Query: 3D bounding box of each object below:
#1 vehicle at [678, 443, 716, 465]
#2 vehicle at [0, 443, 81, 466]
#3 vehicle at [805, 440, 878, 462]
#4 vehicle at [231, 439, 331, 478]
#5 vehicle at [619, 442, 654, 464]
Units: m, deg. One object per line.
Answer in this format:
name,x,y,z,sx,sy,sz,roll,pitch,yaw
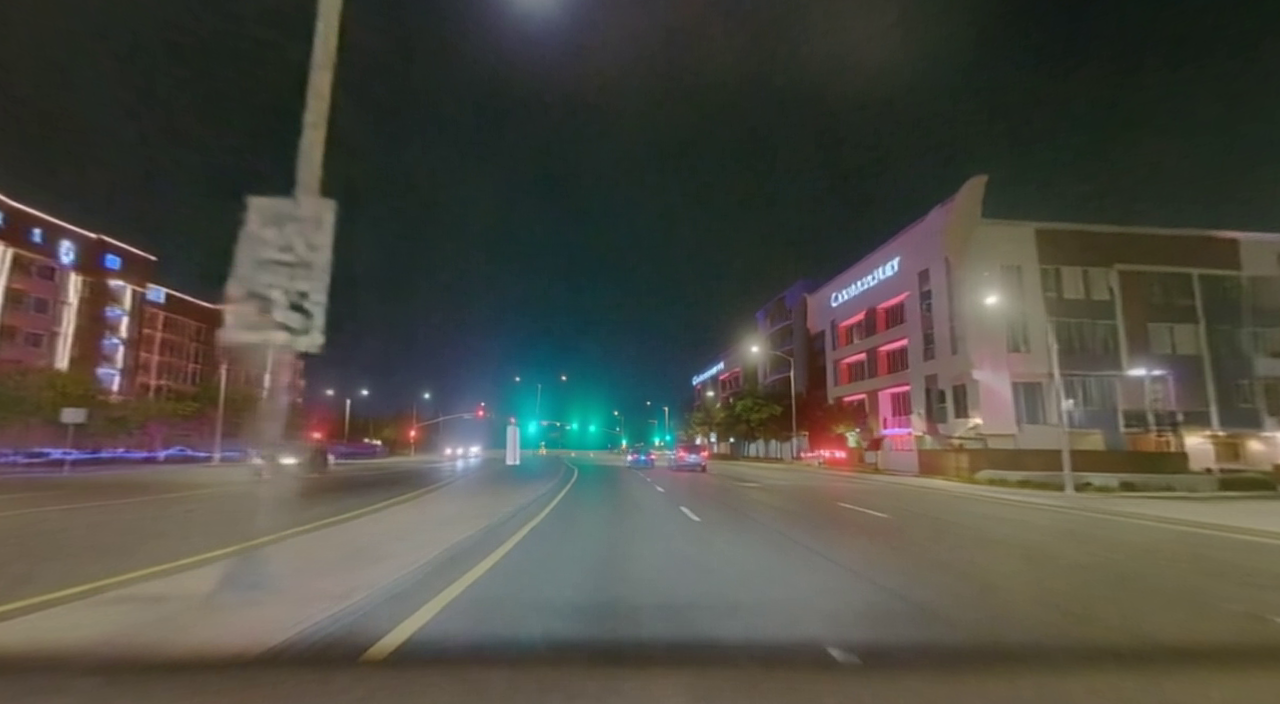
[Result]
vehicle,4.052,7.346,45.666,1.932,1.439,4.159,1,-9,-7
vehicle,-41.380,7.051,43.631,1.772,1.448,4.585,1,-9,-8
vehicle,14.781,7.283,46.481,4.648,1.510,1.891,1,-9,-6
vehicle,-14.875,4.408,26.471,1.915,1.483,4.210,0,-9,-4
vehicle,-0.337,7.435,46.606,2.020,1.479,4.650,1,-9,-7
